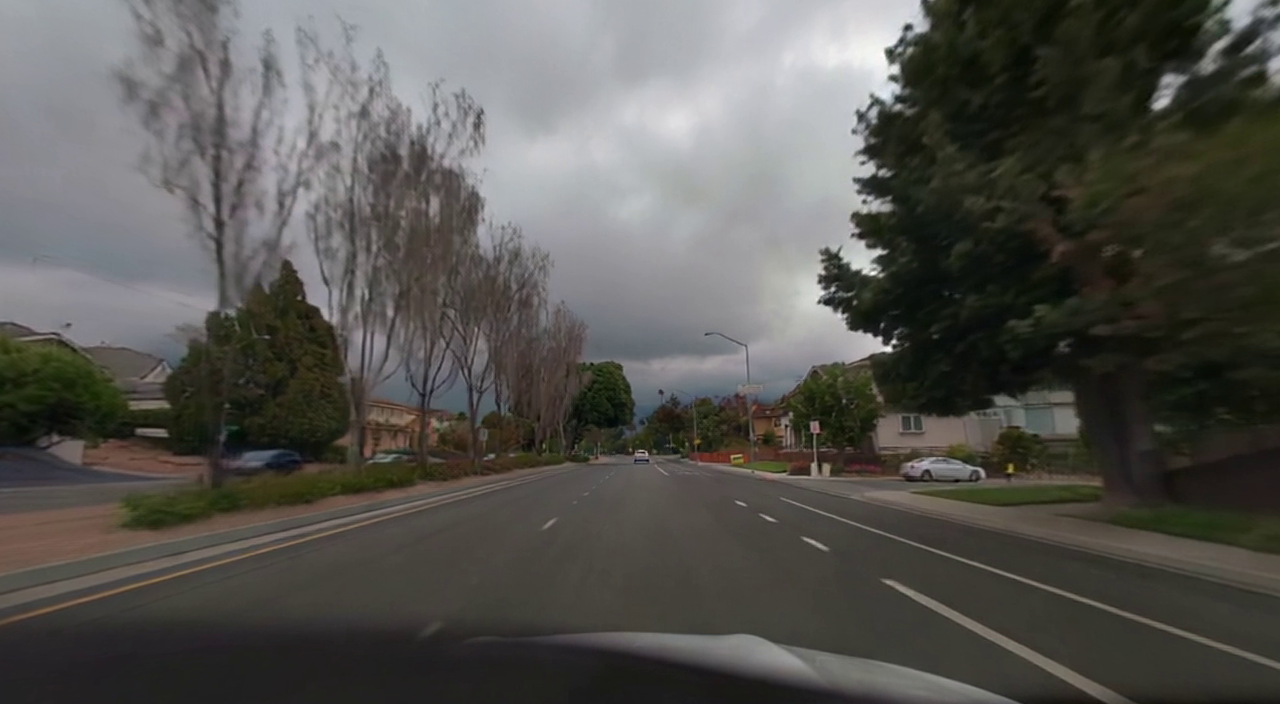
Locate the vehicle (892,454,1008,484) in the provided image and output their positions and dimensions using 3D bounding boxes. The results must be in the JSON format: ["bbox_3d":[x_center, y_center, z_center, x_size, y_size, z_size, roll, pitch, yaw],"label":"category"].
[{"bbox_3d":[15.947,6.017,32.695,4.913,1.470,2.045,0,-9,1],"label":"vehicle"}]

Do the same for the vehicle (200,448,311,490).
[{"bbox_3d":[-16.451,4.990,27.345,1.912,1.651,4.574,0,-9,0],"label":"vehicle"}]
